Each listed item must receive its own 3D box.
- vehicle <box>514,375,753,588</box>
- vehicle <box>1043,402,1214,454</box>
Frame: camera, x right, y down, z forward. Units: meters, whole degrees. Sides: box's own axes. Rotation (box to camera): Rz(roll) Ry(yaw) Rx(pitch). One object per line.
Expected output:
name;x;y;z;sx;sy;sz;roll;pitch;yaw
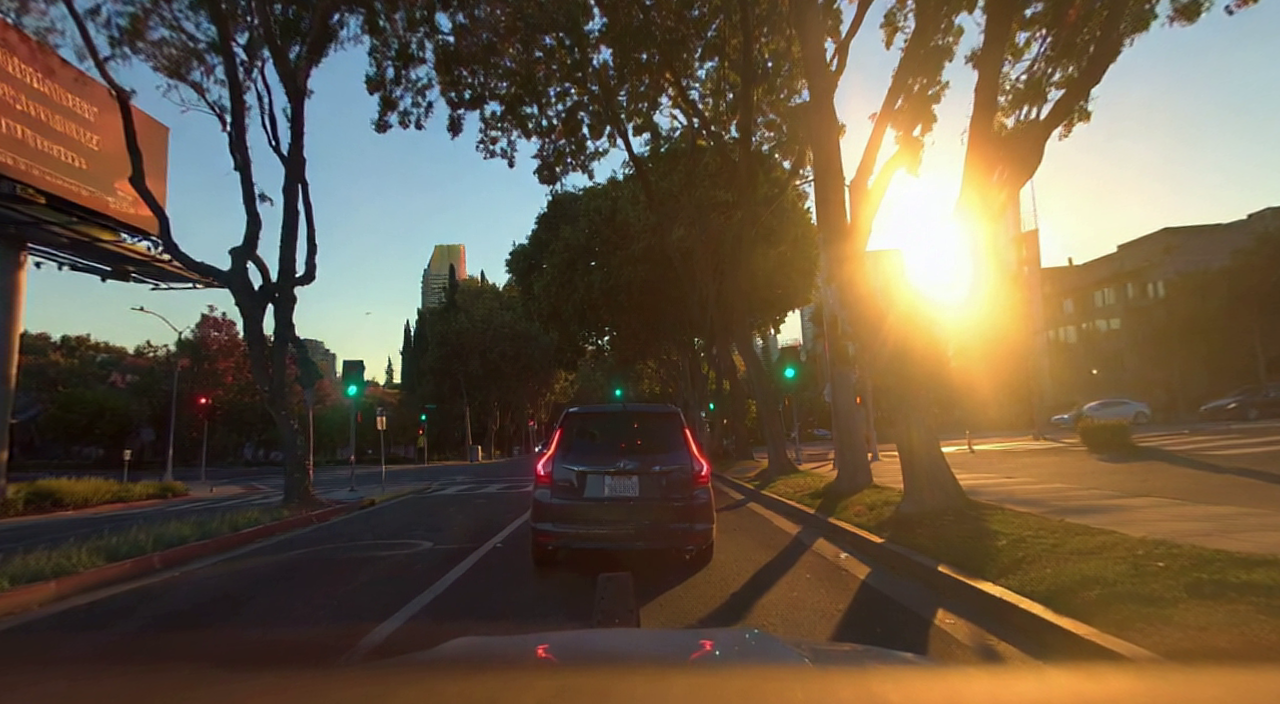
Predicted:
vehicle;-0.056;1.439;7.673;2.142;1.904;3.816;-1;-8;0
vehicle;15.281;2.445;19.925;3.750;1.502;1.781;-2;-8;13
